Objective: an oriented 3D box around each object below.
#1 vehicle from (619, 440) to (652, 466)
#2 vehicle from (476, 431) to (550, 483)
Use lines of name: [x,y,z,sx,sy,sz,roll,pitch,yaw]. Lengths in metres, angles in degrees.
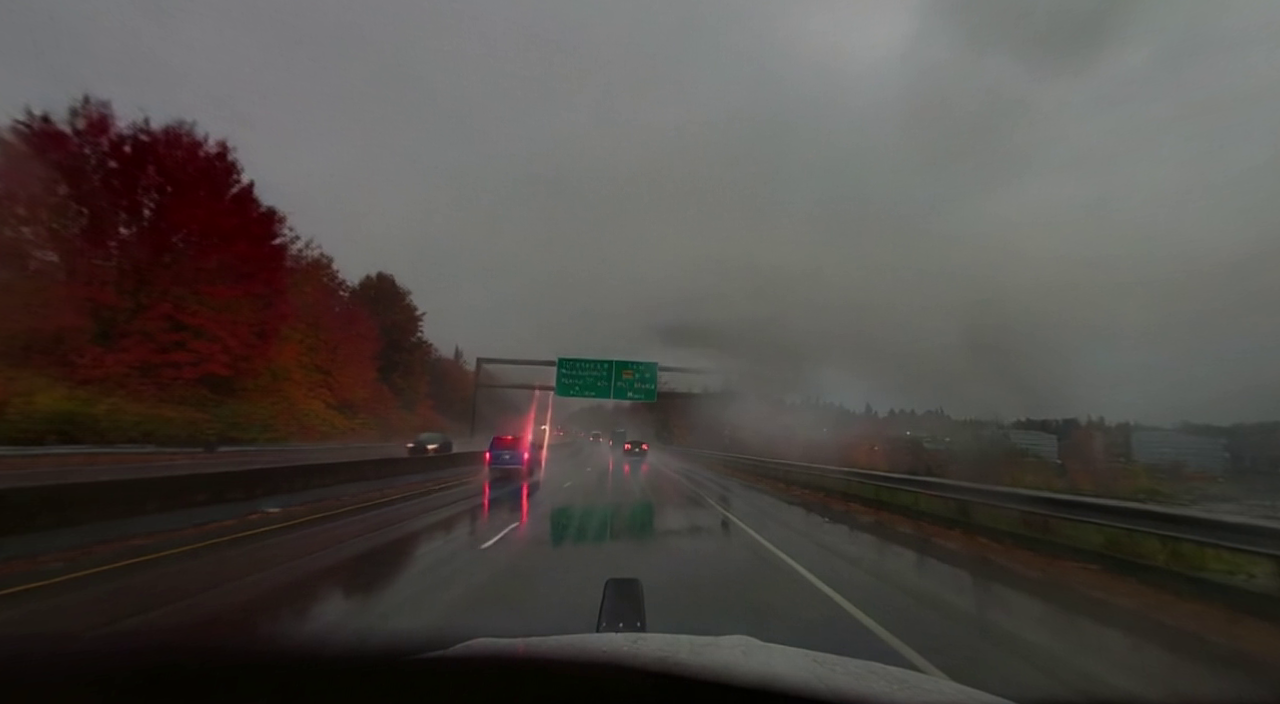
vehicle: [-0.296,6.278,39.267,1.939,1.497,3.863,0,-8,-1]
vehicle: [-4.577,3.861,23.380,1.924,1.720,4.195,0,-8,-1]
